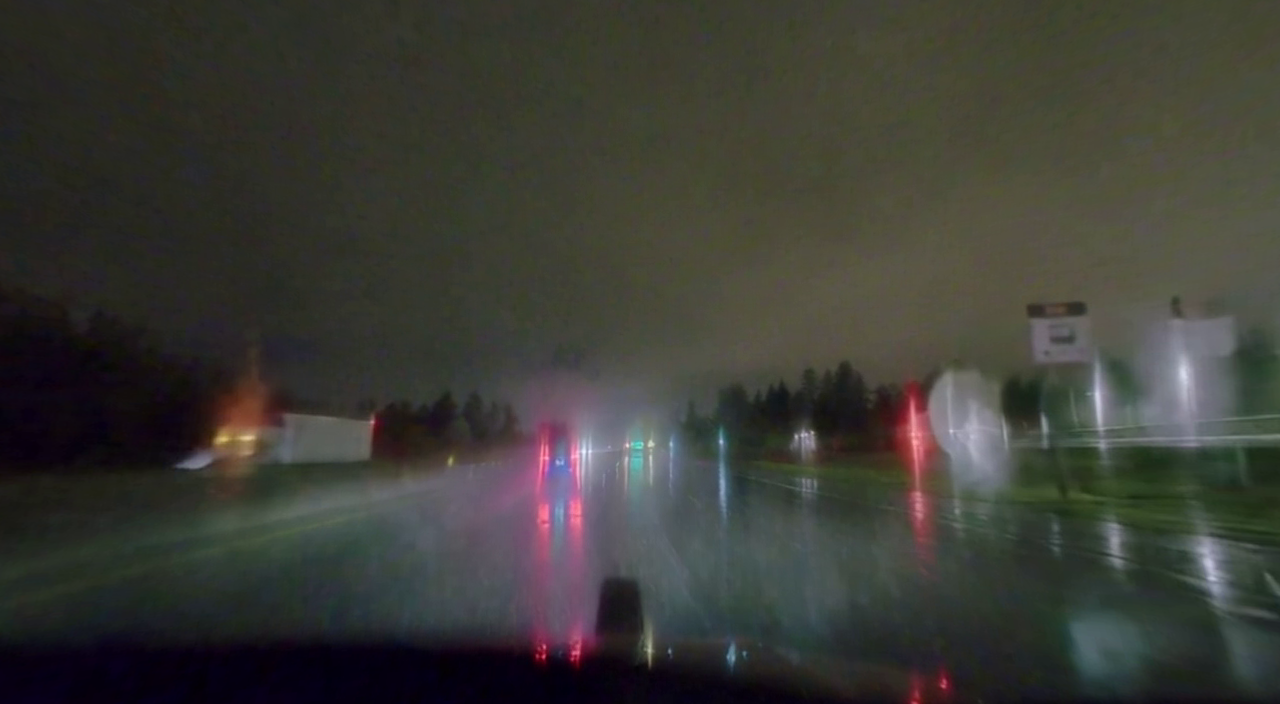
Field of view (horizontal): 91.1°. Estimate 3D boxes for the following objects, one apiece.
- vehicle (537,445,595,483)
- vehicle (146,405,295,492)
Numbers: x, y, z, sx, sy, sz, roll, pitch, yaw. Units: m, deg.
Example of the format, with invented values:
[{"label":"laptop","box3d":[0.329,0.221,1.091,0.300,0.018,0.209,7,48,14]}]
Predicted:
[{"label":"vehicle","box3d":[-3.278,5.092,28.902,2.069,1.573,4.589,0,-9,1]},{"label":"vehicle","box3d":[-20.025,4.686,30.580,2.971,3.774,5.969,0,-9,-1]}]
